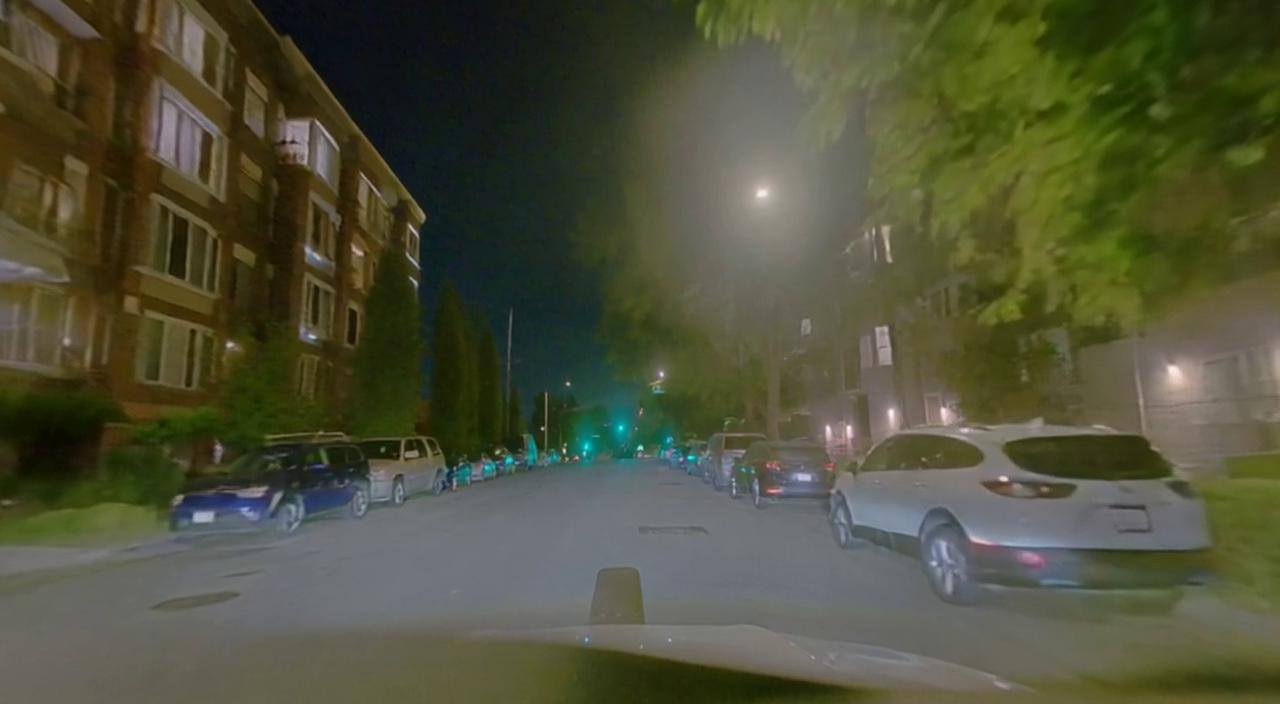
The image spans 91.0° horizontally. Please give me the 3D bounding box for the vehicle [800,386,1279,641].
[{"bbox_3d":[3.902,1.619,7.642,2.280,1.850,5.961,0,-9,-1],"label":"vehicle"}]

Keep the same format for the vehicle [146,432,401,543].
[{"bbox_3d":[-7.411,2.838,13.718,2.384,1.781,5.492,-3,-10,-2],"label":"vehicle"}]

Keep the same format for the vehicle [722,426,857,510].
[{"bbox_3d":[3.706,3.011,16.854,2.214,1.885,5.268,0,-9,-1],"label":"vehicle"}]
